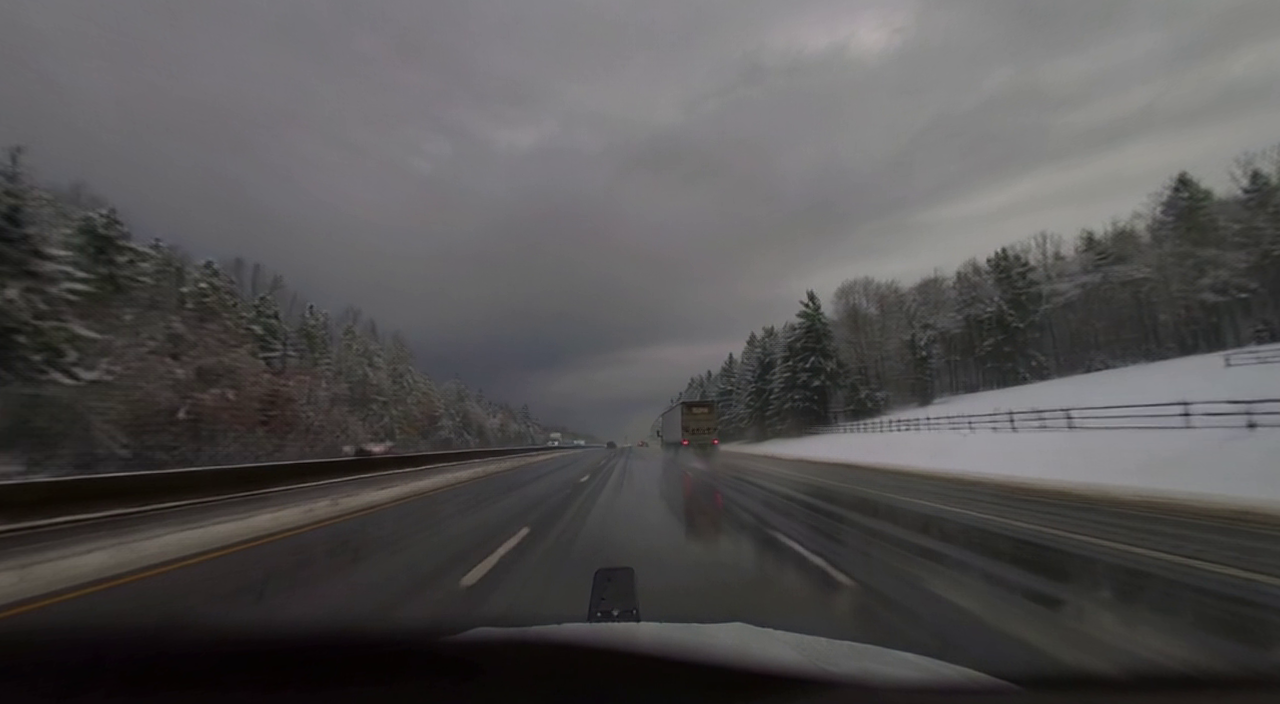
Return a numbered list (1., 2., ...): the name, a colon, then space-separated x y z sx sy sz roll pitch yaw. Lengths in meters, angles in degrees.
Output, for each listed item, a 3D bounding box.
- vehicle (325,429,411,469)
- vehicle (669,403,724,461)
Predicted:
1. vehicle: -12.935 4.638 30.321 2.061 1.728 4.748 -1 -8 -1
2. vehicle: 3.547 5.300 41.341 2.766 3.349 7.796 -1 -8 0
